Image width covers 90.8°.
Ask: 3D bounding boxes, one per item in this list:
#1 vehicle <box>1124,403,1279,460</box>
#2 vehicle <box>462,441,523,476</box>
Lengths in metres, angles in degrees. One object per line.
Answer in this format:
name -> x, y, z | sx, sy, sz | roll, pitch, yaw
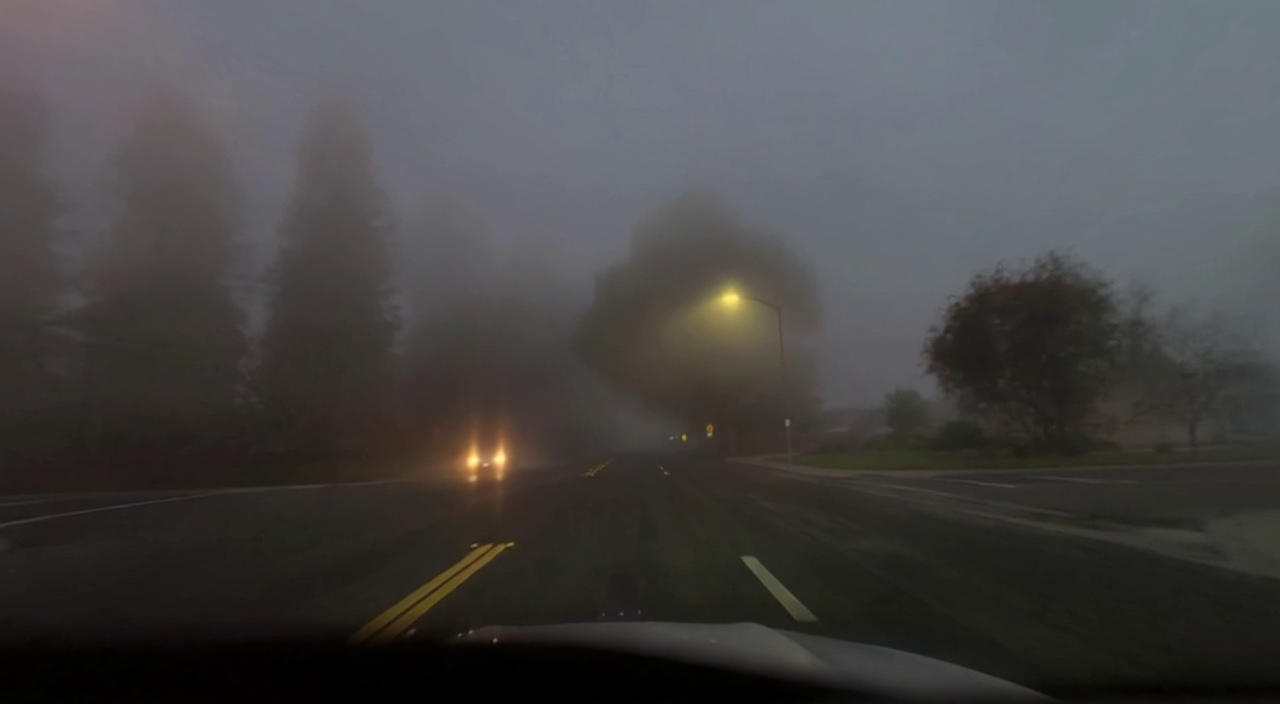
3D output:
vehicle -> 28.547, 4.074, 32.182 | 5.564, 2.741, 2.347 | -1, -8, 4
vehicle -> -7.517, 5.459, 32.668 | 2.130, 1.635, 4.505 | 0, -8, -1
